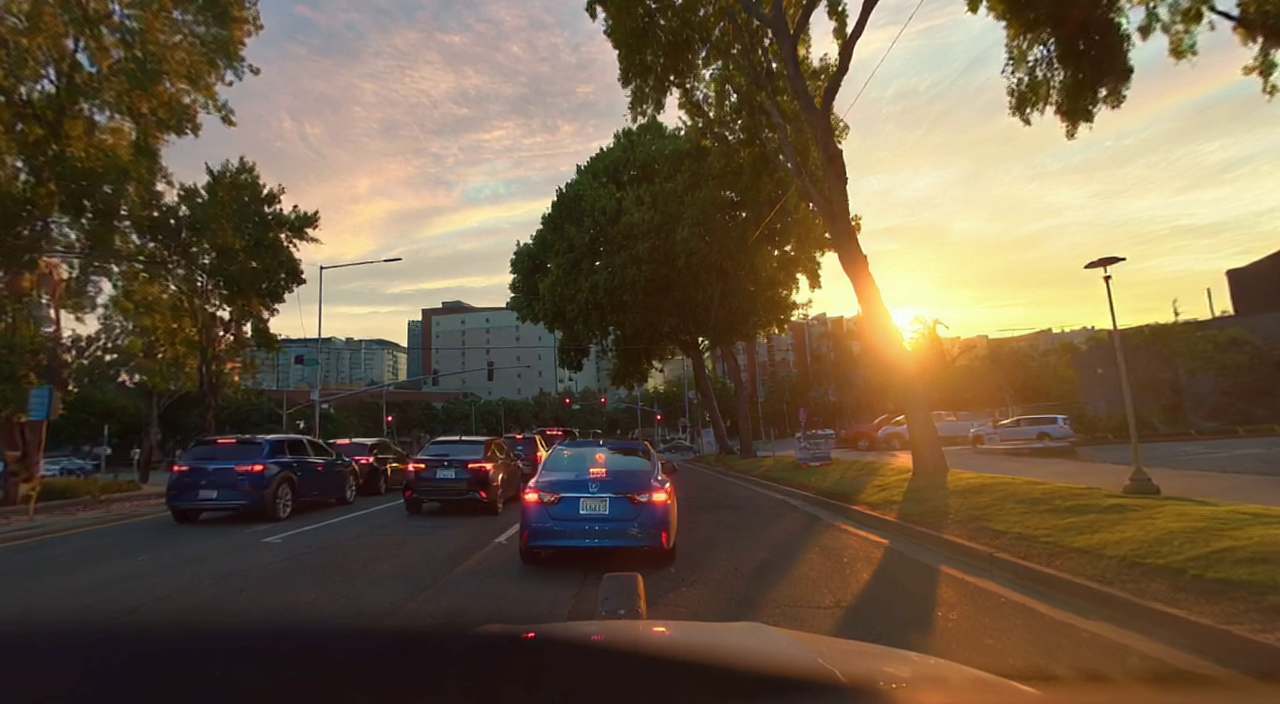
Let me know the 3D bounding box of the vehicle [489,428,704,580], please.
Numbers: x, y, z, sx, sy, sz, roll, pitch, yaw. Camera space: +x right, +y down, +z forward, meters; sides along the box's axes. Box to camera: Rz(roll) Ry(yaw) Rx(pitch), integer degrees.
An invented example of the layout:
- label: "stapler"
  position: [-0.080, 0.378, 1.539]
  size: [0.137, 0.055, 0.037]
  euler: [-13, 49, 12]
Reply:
- label: "vehicle"
  position: [-0.415, 1.798, 8.237]
  size: [2.104, 1.472, 3.946]
  euler: [0, -9, 0]

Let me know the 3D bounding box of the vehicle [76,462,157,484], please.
- label: "vehicle"
  position: [-36.349, 8.369, 43.907]
  size: [3.918, 1.423, 1.861]
  euler: [0, -9, -1]

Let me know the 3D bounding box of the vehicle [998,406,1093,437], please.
- label: "vehicle"
  position: [28.630, 4.948, 44.848]
  size: [5.333, 1.880, 2.130]
  euler: [-6, -9, 25]

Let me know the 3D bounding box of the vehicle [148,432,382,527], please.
- label: "vehicle"
  position: [-7.277, 2.504, 12.947]
  size: [2.096, 1.593, 4.288]
  euler: [0, -9, 1]

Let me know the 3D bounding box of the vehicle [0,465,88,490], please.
- label: "vehicle"
  position: [-36.598, 7.632, 38.550]
  size: [4.093, 1.440, 1.804]
  euler: [0, -9, 0]

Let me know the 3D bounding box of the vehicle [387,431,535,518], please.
- label: "vehicle"
  position: [-3.623, 2.561, 13.641]
  size: [1.969, 1.570, 4.019]
  euler: [0, -9, 1]

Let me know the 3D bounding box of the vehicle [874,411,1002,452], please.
- label: "vehicle"
  position: [13.947, 3.773, 29.830]
  size: [4.975, 1.809, 1.956]
  euler: [0, -9, 1]
